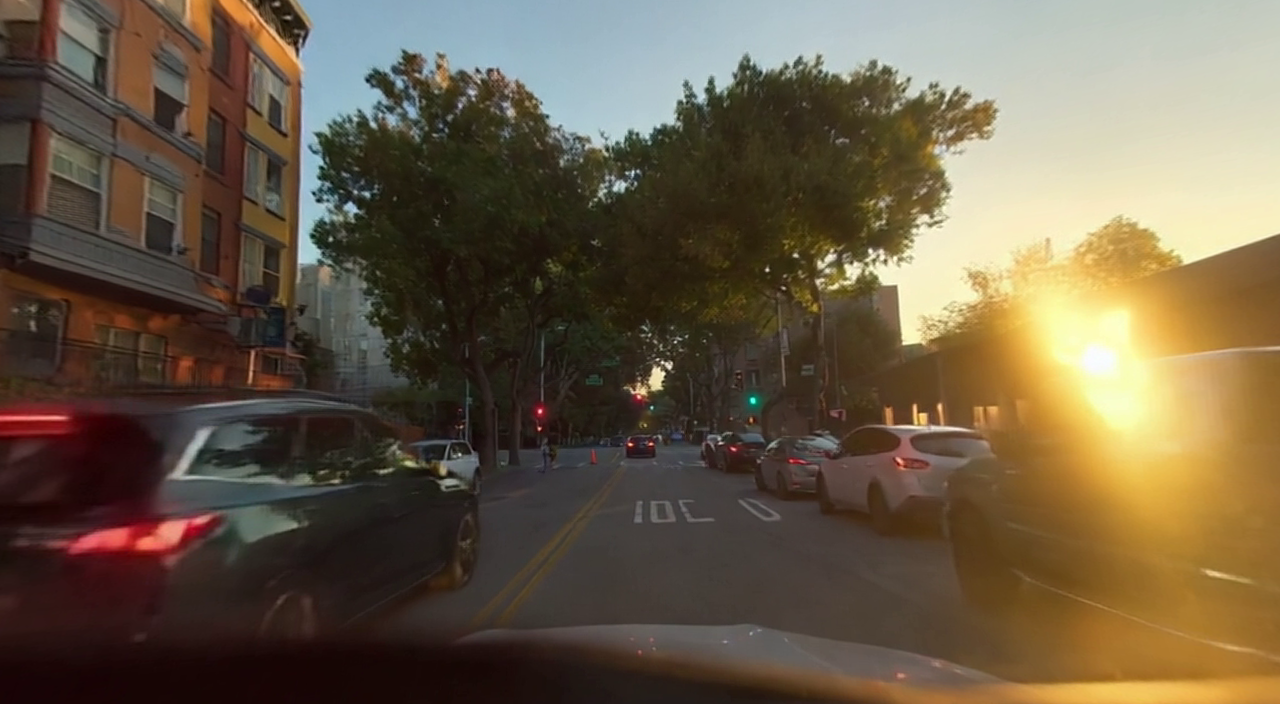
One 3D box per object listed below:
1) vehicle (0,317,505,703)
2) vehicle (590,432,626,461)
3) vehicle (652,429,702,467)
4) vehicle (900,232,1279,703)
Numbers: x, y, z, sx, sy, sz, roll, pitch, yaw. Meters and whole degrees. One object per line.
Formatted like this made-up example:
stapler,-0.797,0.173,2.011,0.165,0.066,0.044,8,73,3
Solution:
vehicle,-2.818,1.184,4.615,2.333,1.832,5.200,-1,-8,2
vehicle,-1.988,5.941,39.793,1.979,1.723,3.849,-1,-8,1
vehicle,1.810,4.507,29.612,2.111,1.619,4.077,-1,-8,6
vehicle,3.699,0.658,3.174,2.356,2.043,5.791,-1,-8,1
